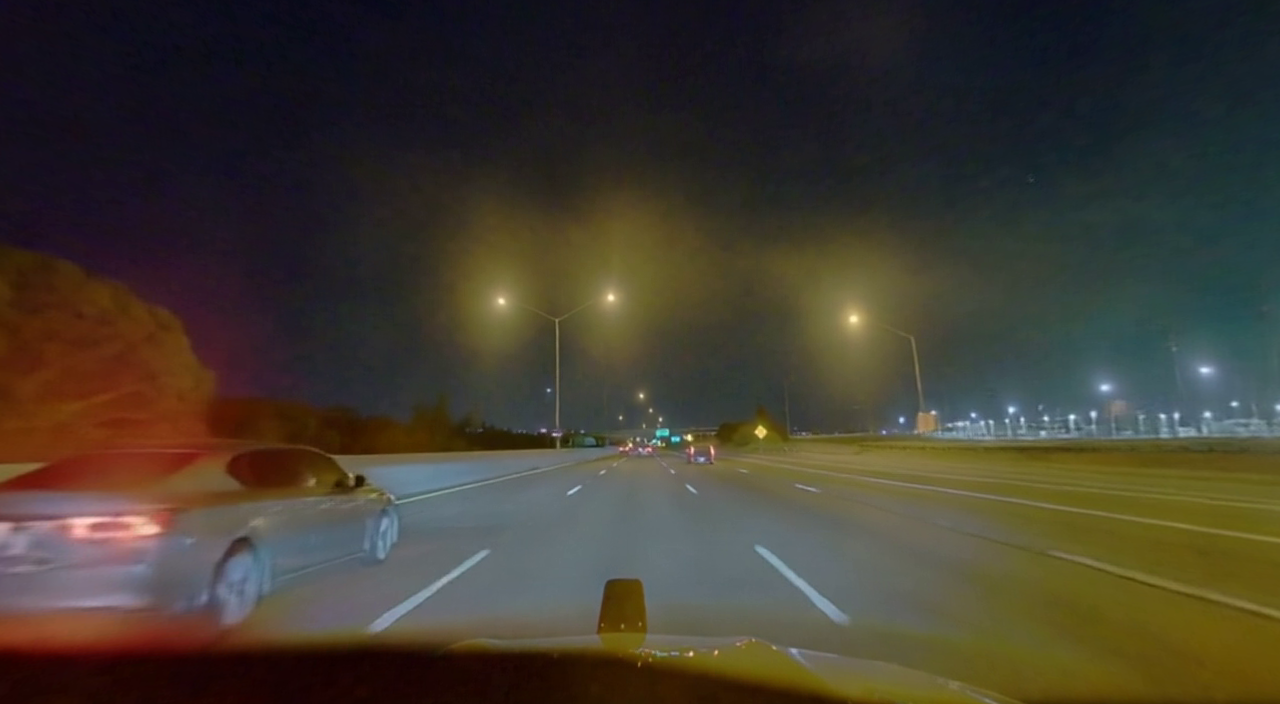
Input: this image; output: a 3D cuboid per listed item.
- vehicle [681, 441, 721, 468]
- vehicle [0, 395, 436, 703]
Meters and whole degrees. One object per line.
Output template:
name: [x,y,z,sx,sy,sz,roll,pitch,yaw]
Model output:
vehicle: [3.666,6.216,38.431,1.949,1.515,4.374,0,-9,-1]
vehicle: [-3.417,1.279,4.891,1.979,1.505,4.705,0,-9,2]
